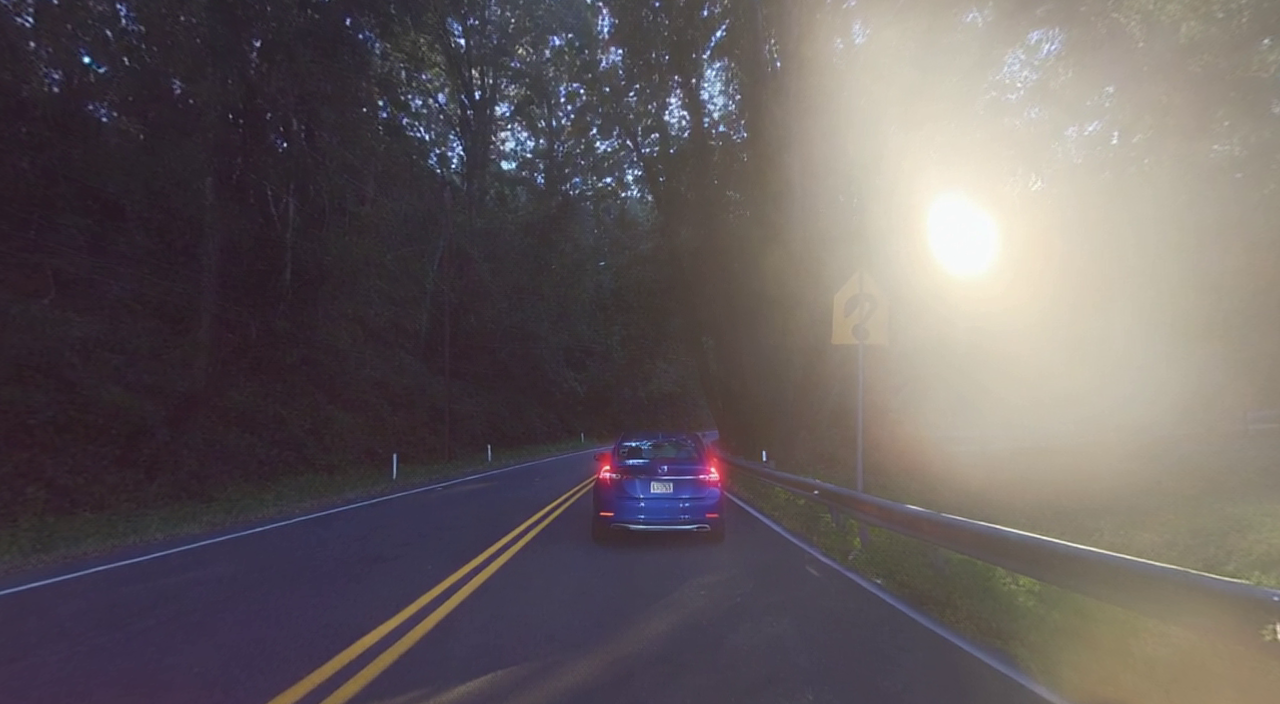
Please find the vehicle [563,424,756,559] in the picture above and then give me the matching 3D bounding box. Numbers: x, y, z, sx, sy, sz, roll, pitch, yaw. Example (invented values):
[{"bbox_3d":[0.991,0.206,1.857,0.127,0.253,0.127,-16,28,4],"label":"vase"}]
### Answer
[{"bbox_3d":[0.249,1.873,9.121,2.187,1.533,3.726,0,-8,1],"label":"vehicle"}]
